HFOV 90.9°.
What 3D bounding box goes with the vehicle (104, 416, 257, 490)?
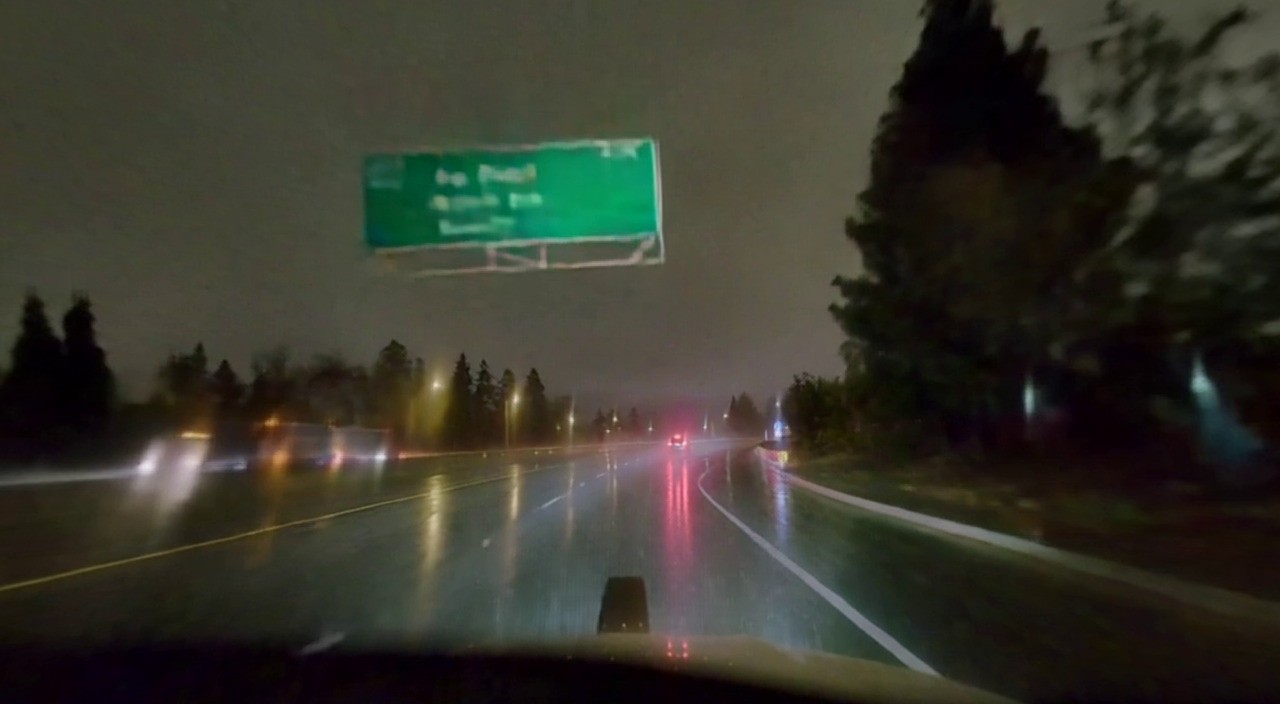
[{"bbox_3d":[-28.274,6.272,39.501,3.008,4.074,8.176,-1,-8,2],"label":"vehicle"}]
